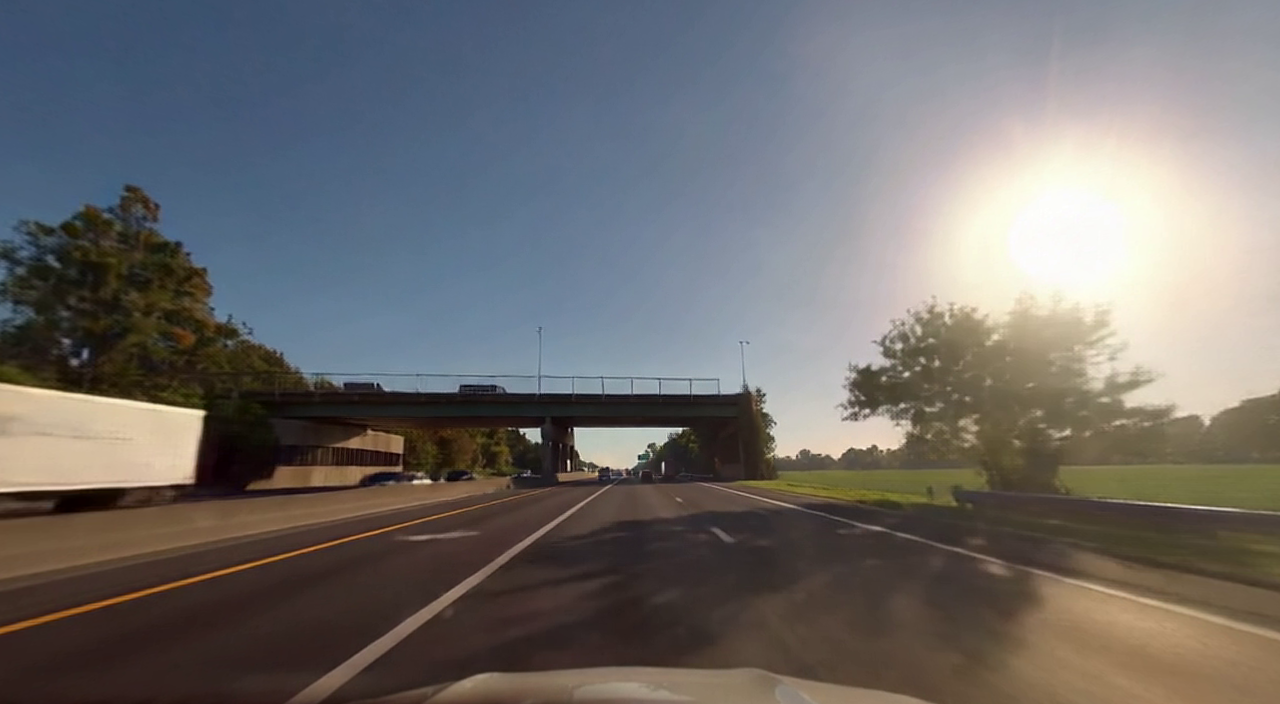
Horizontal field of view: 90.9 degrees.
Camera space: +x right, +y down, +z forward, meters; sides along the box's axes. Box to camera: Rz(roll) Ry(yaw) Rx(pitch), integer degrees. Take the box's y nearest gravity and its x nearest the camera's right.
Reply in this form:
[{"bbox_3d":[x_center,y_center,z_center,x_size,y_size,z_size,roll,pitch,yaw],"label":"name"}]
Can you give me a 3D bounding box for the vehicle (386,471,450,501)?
[{"bbox_3d":[-12.186,7.366,34.858,1.847,1.464,4.491,1,-10,1],"label":"vehicle"}]
